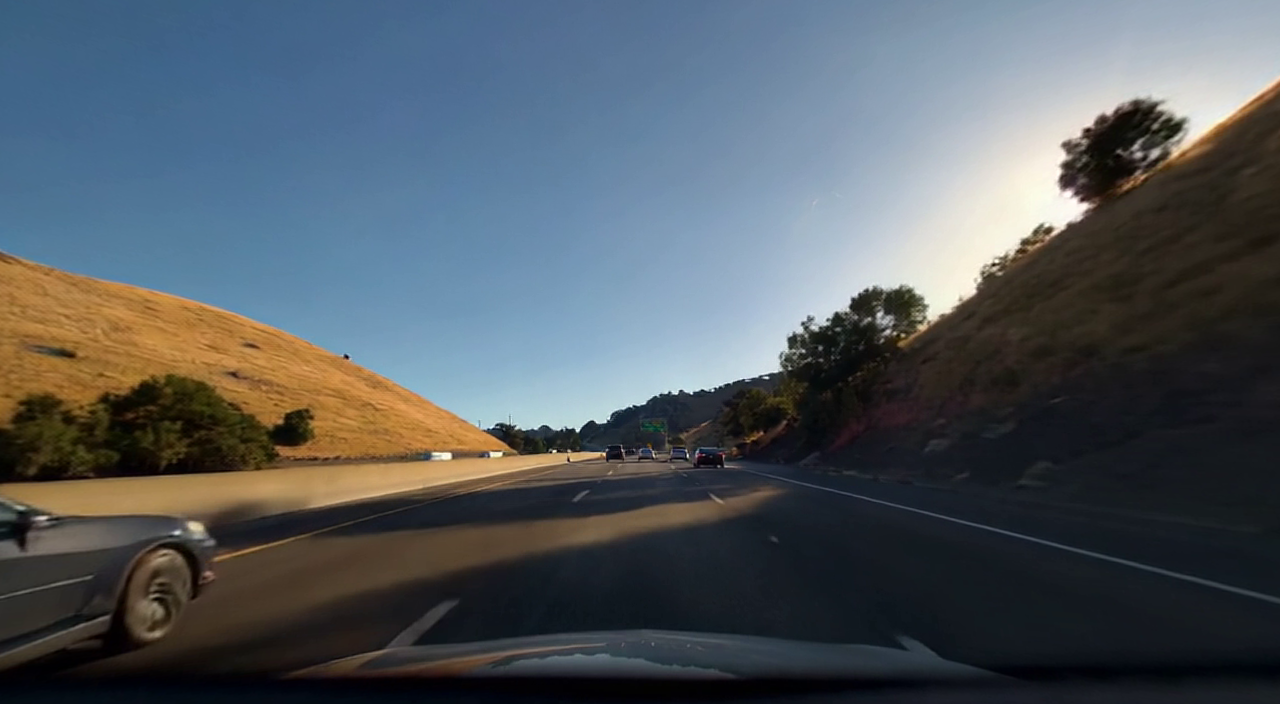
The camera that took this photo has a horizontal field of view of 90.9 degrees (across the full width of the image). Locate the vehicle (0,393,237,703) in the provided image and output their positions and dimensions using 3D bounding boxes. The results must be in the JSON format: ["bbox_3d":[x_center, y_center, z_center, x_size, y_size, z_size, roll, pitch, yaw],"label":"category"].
[{"bbox_3d":[-3.923,0.904,2.559,1.910,1.521,3.930,0,-8,1],"label":"vehicle"}]

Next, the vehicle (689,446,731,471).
[{"bbox_3d":[3.912,6.009,35.781,1.976,1.352,3.602,0,-8,0],"label":"vehicle"}]
